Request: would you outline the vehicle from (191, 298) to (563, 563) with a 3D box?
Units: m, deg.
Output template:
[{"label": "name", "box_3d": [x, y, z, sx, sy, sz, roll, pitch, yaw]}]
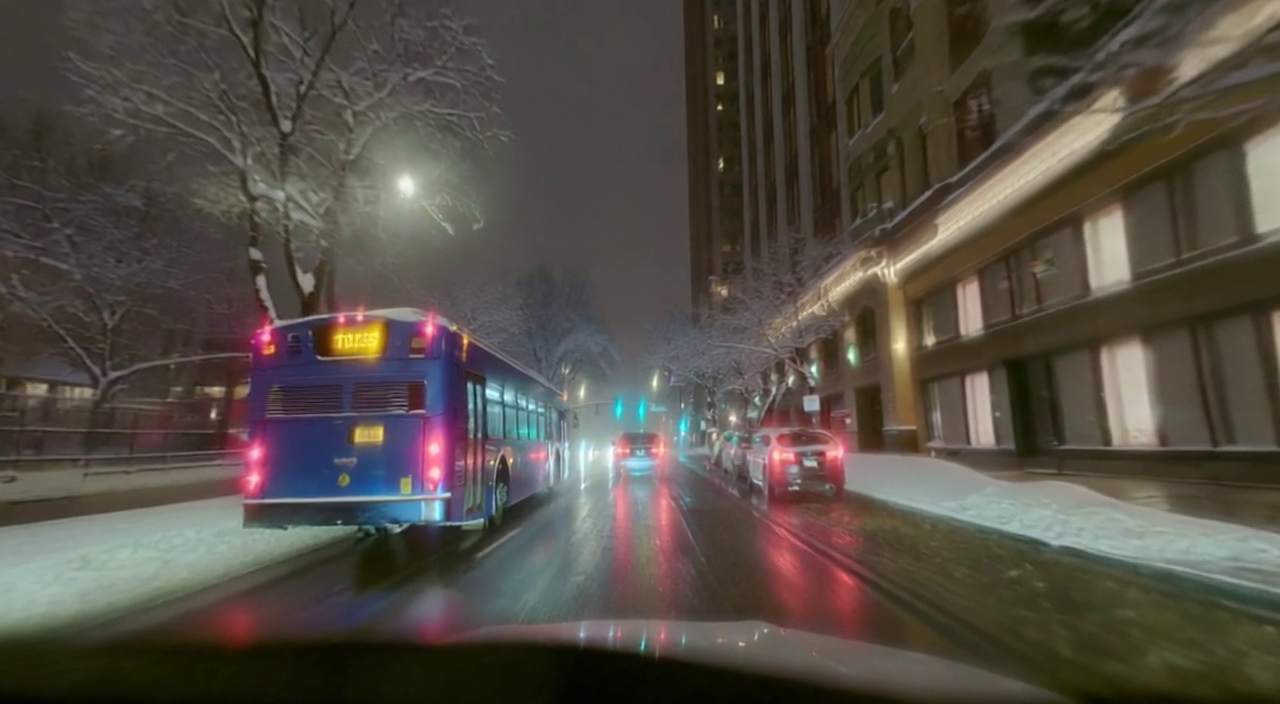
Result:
[{"label": "vehicle", "box_3d": [-3.338, 1.465, 11.148, 2.920, 2.884, 8.588, 0, -9, -1]}]

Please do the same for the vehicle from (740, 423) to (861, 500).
[{"label": "vehicle", "box_3d": [4.095, 2.896, 16.999, 2.138, 1.787, 4.522, 0, -9, 1]}]

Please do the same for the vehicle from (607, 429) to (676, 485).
[{"label": "vehicle", "box_3d": [0.070, 3.547, 21.548, 2.120, 1.727, 3.917, 0, -9, 1]}]
